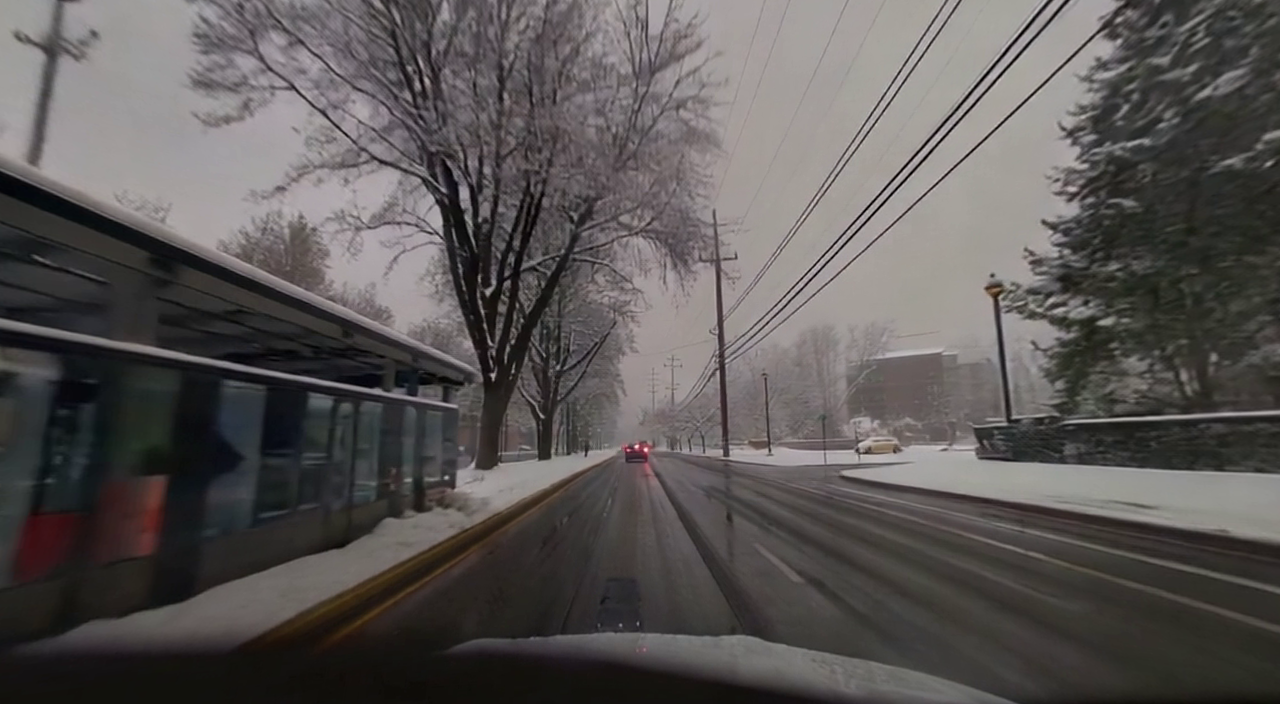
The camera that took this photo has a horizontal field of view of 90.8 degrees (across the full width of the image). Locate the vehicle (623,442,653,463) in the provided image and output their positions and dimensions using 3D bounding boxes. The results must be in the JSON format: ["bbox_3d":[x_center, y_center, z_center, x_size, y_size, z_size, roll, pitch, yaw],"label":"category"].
[{"bbox_3d":[-0.192,7.519,47.459,2.109,1.501,4.042,0,-8,-1],"label":"vehicle"}]
